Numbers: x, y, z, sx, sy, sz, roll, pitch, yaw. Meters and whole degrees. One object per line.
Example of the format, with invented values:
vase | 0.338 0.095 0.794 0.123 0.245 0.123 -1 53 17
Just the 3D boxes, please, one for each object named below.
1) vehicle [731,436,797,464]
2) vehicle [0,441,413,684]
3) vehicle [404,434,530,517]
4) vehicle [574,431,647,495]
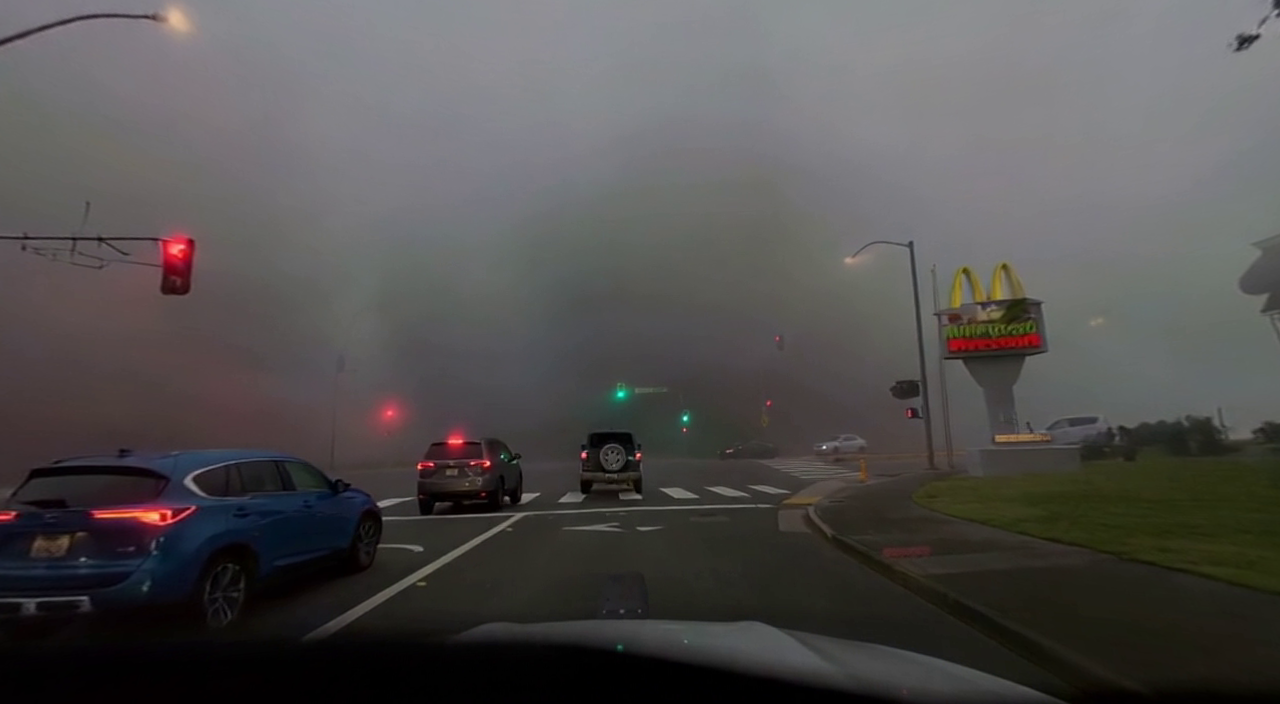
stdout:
vehicle | 9.569 7.550 48.717 4.432 1.680 1.971 -2 -7 -23
vehicle | -4.025 1.644 6.235 1.941 1.479 4.541 0 -8 -1
vehicle | -4.256 3.093 16.396 2.130 1.819 4.497 0 -8 -2
vehicle | -1.042 3.730 21.571 2.224 1.923 4.643 1 -9 -4
